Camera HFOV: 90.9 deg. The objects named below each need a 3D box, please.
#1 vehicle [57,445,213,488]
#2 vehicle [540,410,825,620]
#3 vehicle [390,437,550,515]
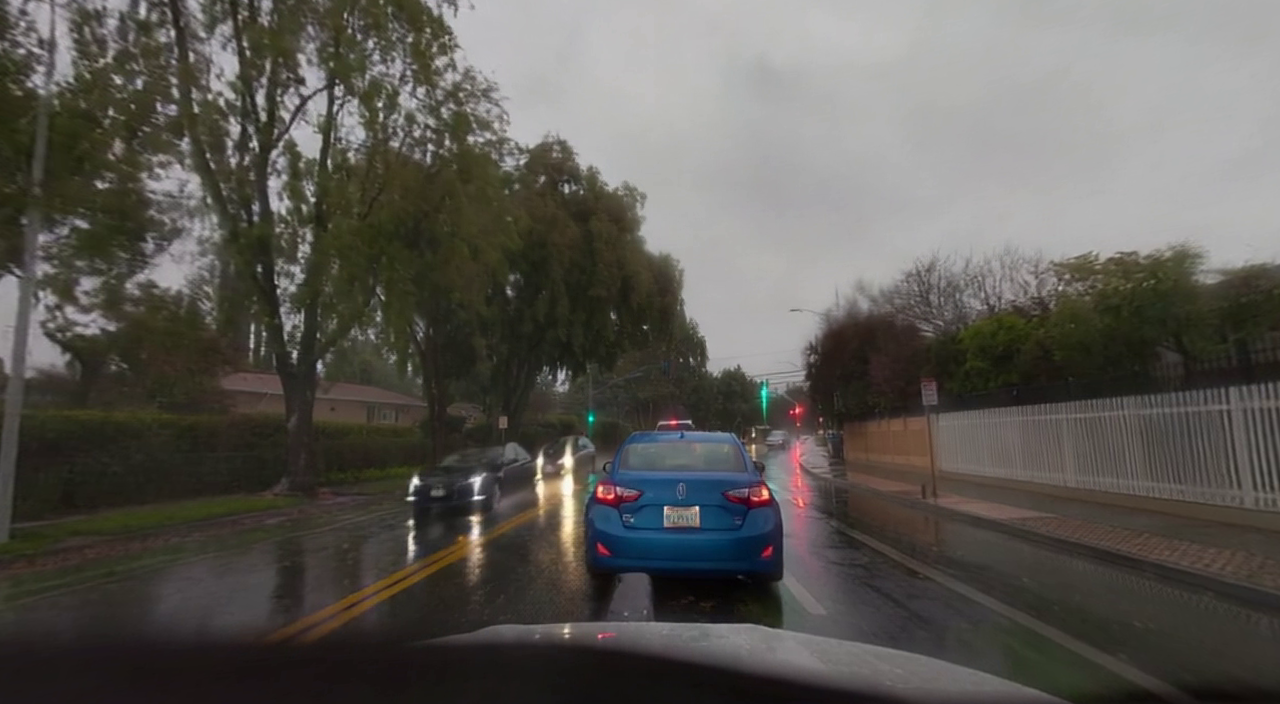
[{"bbox_3d":[-18.091,4.098,22.715,4.069,1.445,2.063,-2,-9,9],"label":"vehicle"},{"bbox_3d":[0.350,1.482,6.645,2.070,1.516,3.936,0,-8,1],"label":"vehicle"},{"bbox_3d":[-3.623,2.723,14.446,2.060,1.479,4.462,-1,-8,6],"label":"vehicle"}]
